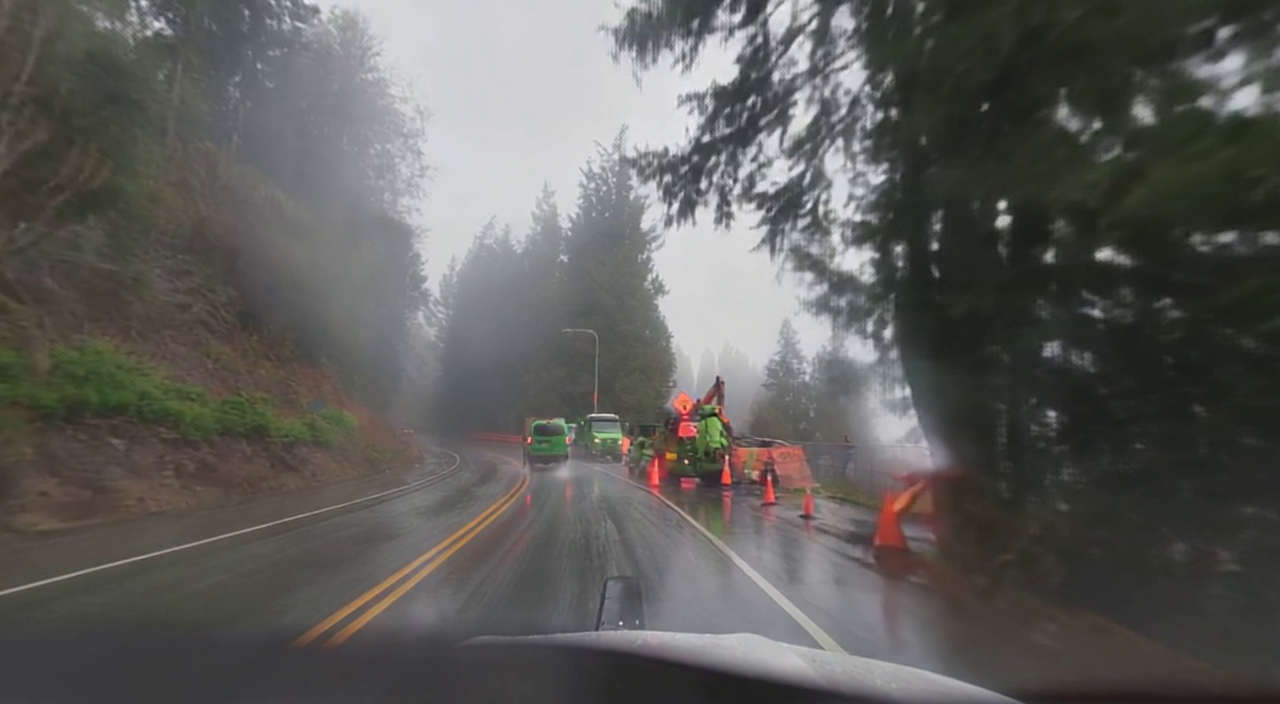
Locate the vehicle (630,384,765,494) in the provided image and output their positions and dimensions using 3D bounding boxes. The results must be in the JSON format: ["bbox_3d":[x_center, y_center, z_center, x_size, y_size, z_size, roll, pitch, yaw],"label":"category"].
[{"bbox_3d":[1.698,3.183,23.520,3.126,3.310,8.534,1,-8,-8],"label":"vehicle"}]

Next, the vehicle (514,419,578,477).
[{"bbox_3d":[-4.139,4.100,27.053,2.362,2.223,4.892,2,-9,-12],"label":"vehicle"}]

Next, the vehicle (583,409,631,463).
[{"bbox_3d":[-2.074,5.147,38.341,2.703,3.066,4.047,1,-8,-6],"label":"vehicle"}]
